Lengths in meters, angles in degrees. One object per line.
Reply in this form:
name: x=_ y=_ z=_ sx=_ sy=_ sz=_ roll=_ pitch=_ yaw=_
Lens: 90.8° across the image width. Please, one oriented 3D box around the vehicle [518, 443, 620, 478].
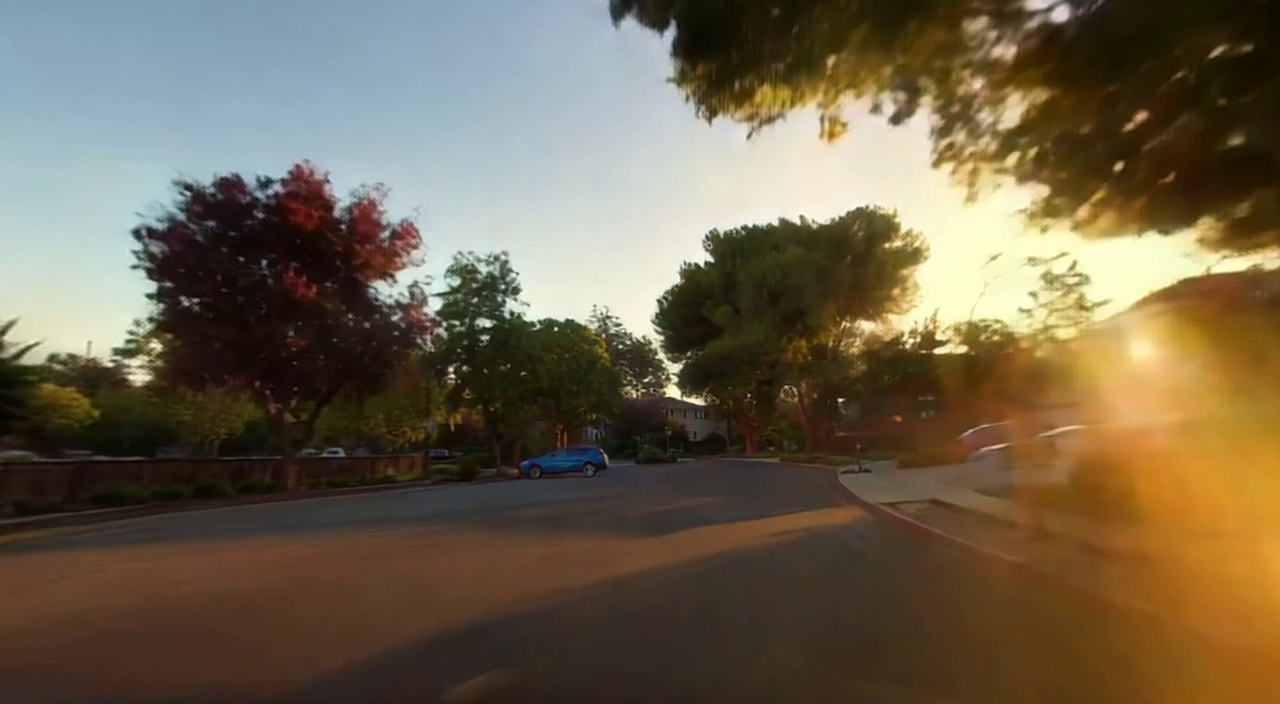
vehicle: x=-3.489 y=5.371 z=31.473 sx=4.692 sy=1.660 sz=1.879 roll=-2 pitch=-9 yaw=11
